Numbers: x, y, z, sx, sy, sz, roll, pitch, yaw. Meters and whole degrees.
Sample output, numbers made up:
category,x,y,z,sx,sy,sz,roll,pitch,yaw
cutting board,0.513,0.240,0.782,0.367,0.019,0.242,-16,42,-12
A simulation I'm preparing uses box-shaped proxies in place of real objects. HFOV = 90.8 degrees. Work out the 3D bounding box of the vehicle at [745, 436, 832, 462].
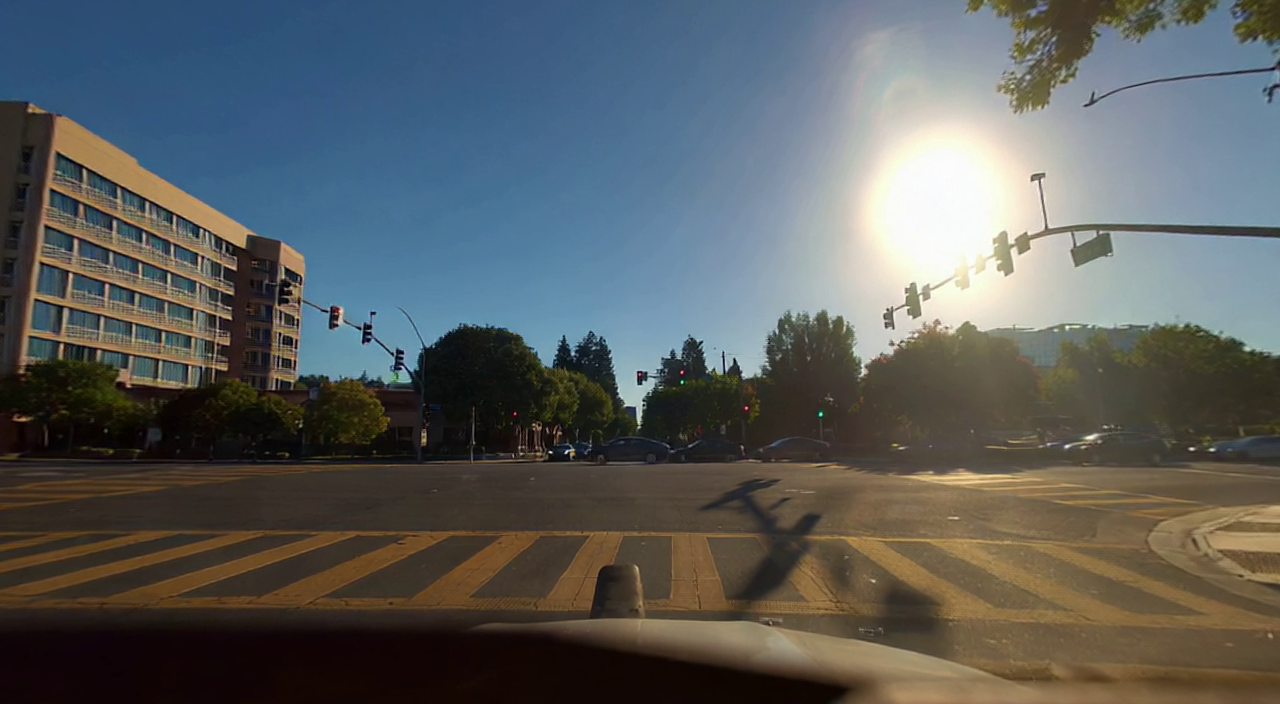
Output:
category,x,y,z,sx,sy,sz,roll,pitch,yaw
vehicle,8.627,5.670,36.920,4.631,1.435,1.715,0,-9,-1

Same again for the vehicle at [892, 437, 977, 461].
category,x,y,z,sx,sy,sz,roll,pitch,yaw
vehicle,18.626,6.139,40.068,4.443,1.472,1.794,0,-9,1

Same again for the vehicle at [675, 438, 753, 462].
category,x,y,z,sx,sy,sz,roll,pitch,yaw
vehicle,4.634,6.208,40.175,4.759,1.445,1.865,0,-9,0

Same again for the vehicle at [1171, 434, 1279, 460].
category,x,y,z,sx,sy,sz,roll,pitch,yaw
vehicle,34.087,5.519,36.713,4.724,1.452,1.870,0,-9,0

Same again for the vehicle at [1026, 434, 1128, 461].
category,x,y,z,sx,sy,sz,roll,pitch,yaw
vehicle,25.262,5.520,36.612,4.519,1.476,1.767,0,-9,1

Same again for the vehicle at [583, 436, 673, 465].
category,x,y,z,sx,sy,sz,roll,pitch,yaw
vehicle,-0.619,5.179,33.174,4.629,1.423,1.833,0,-9,0
